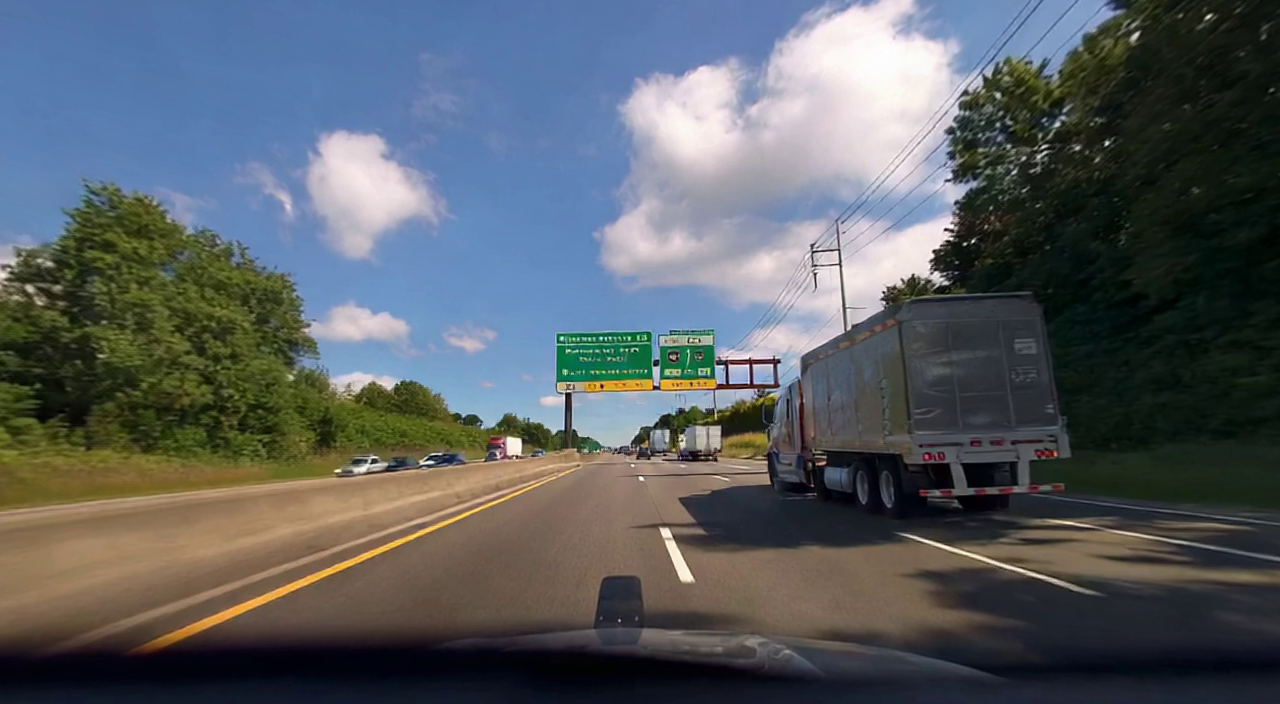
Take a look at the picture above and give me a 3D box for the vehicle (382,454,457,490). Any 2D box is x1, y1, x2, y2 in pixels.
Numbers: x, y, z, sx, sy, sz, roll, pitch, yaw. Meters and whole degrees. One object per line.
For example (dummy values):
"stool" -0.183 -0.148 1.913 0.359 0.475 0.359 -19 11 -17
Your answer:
"vehicle" -10.139 5.531 29.298 1.961 1.487 4.539 0 -9 -1

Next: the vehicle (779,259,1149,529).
"vehicle" 5.789 1.238 13.851 2.869 4.048 8.895 0 -9 -3
